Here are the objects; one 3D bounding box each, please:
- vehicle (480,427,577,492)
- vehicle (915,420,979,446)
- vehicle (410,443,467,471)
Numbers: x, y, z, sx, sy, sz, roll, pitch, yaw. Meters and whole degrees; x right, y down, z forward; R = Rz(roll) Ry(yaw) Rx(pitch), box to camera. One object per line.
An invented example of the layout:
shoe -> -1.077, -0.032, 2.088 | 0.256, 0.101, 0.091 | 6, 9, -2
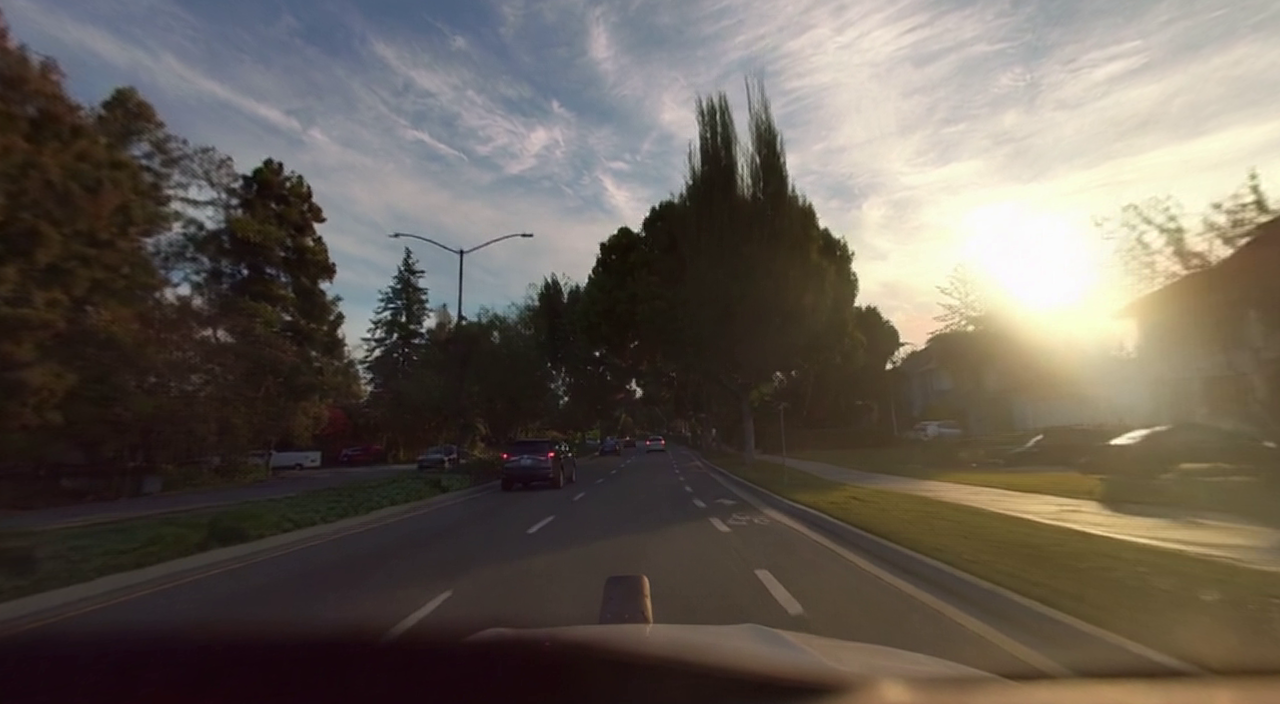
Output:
vehicle -> -3.283, 3.263, 19.515 | 2.073, 1.770, 4.302 | 0, -8, 2
vehicle -> 18.663, 5.017, 38.616 | 1.939, 1.477, 5.129 | -1, -8, 8
vehicle -> -11.244, 5.865, 35.411 | 1.740, 1.476, 3.850 | 0, -8, 2
